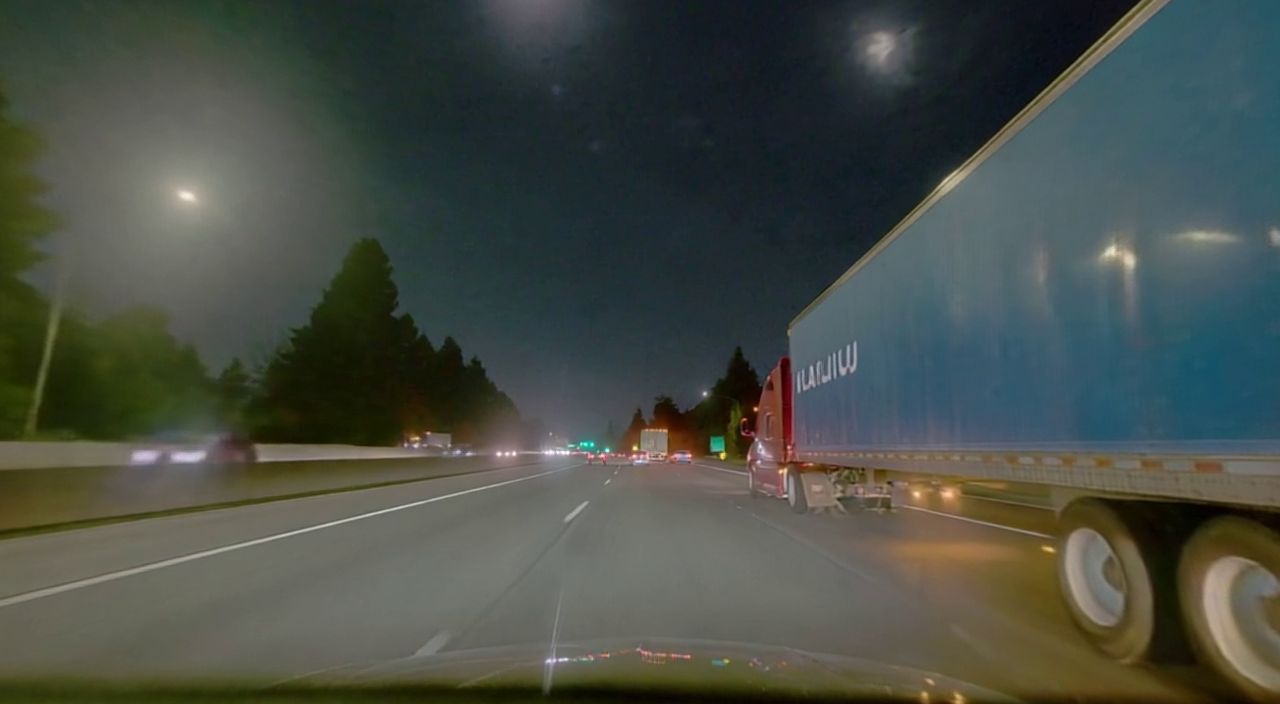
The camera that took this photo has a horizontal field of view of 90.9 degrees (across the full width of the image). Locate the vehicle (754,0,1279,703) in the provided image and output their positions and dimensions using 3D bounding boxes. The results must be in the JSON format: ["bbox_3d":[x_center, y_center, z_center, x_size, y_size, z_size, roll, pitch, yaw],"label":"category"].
[{"bbox_3d":[4.444,0.654,8.770,2.847,4.075,14.244,0,-9,-1],"label":"vehicle"}]

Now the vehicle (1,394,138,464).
[{"bbox_3d":[-37.454,5.186,41.698,2.960,4.244,5.861,0,-9,5],"label":"vehicle"}]

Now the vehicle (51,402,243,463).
[{"bbox_3d":[-37.060,6.350,48.764,2.867,4.022,14.159,0,-8,3],"label":"vehicle"}]
